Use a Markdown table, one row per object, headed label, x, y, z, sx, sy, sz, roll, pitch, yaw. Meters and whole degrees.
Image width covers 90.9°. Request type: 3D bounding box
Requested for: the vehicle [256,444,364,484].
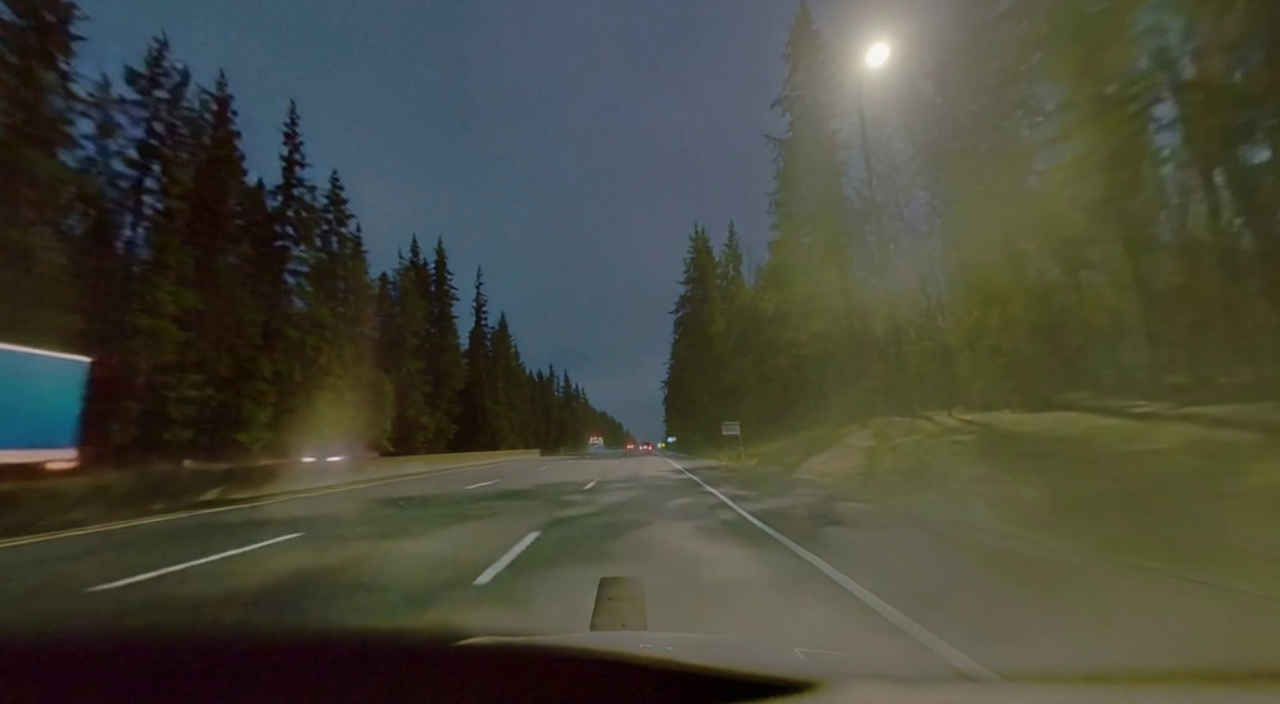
| label | x | y | z | sx | sy | sz | roll | pitch | yaw |
| --- | --- | --- | --- | --- | --- | --- | --- | --- | --- |
| vehicle | -13.179 | 4.449 | 25.510 | 2.009 | 1.454 | 4.294 | 0 | -8 | 0 |
